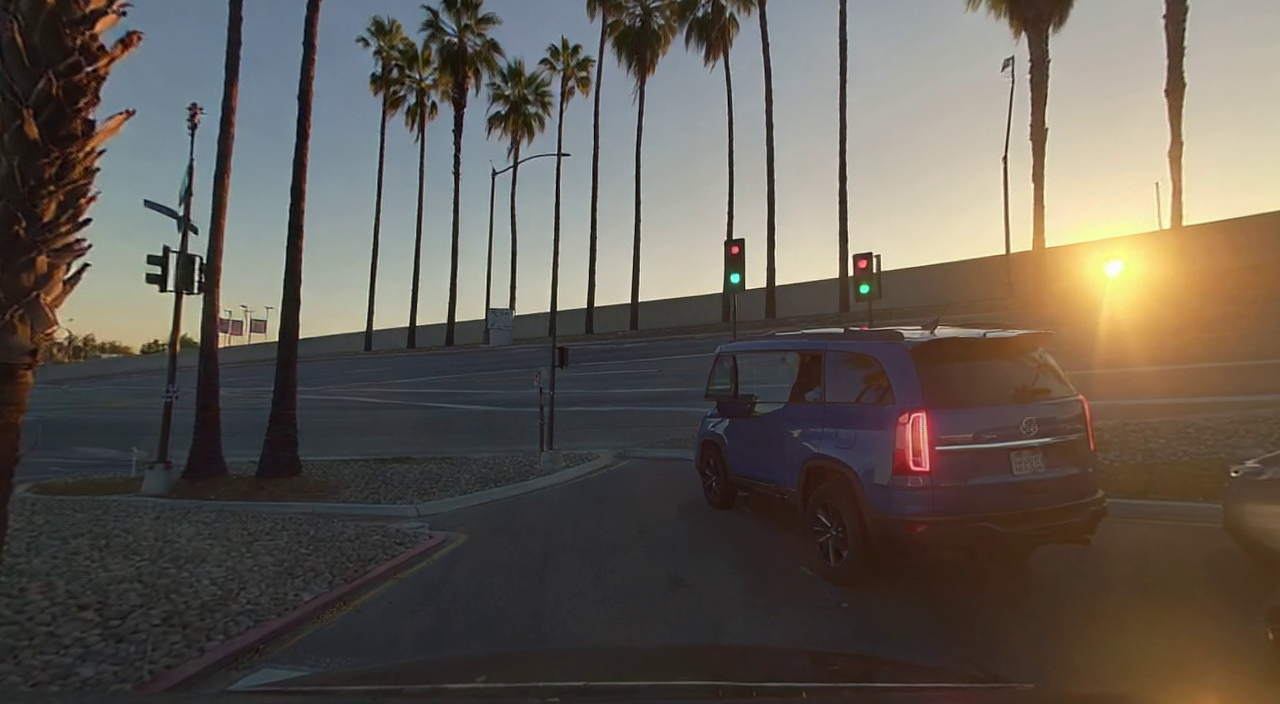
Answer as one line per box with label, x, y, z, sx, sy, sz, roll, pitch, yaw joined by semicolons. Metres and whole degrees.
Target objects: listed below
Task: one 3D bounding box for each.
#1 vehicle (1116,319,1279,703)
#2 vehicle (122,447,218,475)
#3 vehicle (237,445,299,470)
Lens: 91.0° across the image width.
vehicle;3.469;0.518;0.782;2.028;1.770;4.737;0;-9;0
vehicle;-26.536;6.164;35.767;1.830;1.443;4.551;0;-9;2
vehicle;-26.245;7.421;44.565;1.941;1.631;4.017;0;-9;0
